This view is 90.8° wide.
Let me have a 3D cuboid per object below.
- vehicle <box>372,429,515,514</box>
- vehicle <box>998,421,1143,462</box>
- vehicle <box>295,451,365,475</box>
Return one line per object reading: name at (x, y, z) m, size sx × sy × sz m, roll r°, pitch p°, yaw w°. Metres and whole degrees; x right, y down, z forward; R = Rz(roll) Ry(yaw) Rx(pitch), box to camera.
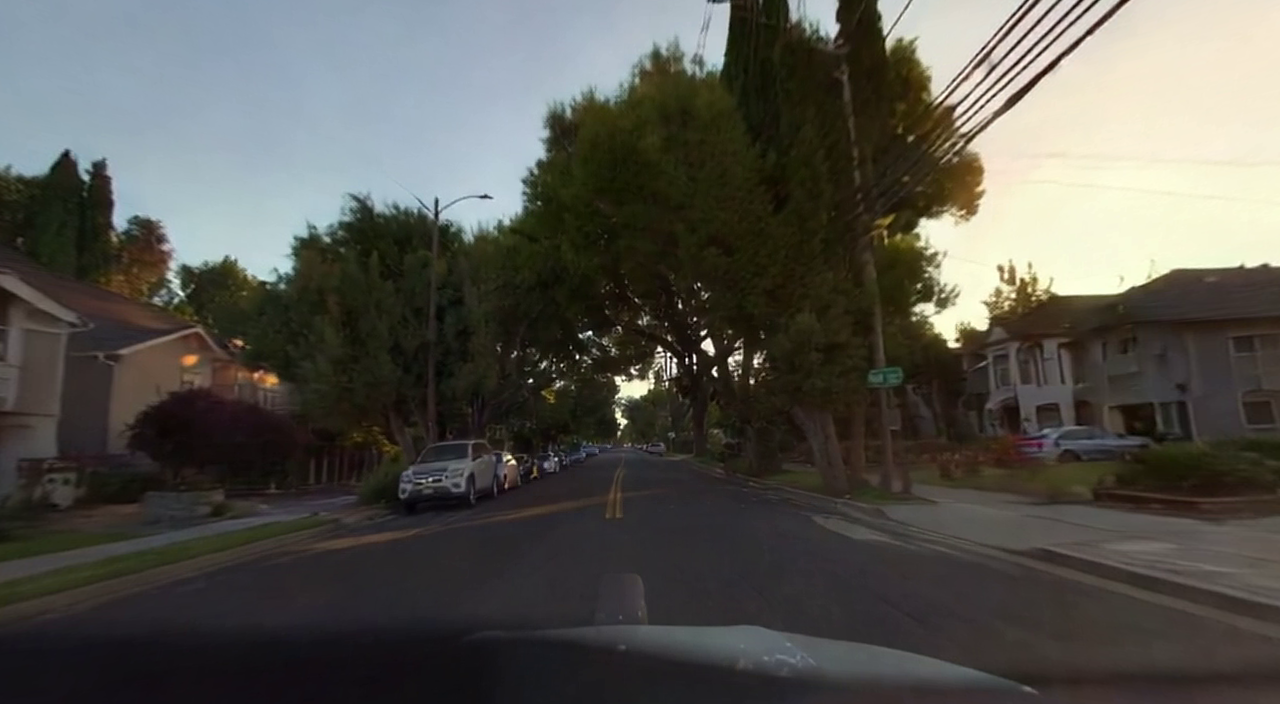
vehicle at (-5.665, 3.499, 19.225) m, size 2.411 × 1.979 × 5.915 m, roll -5°, pitch -8°, yaw 0°
vehicle at (17.601, 3.712, 25.994) m, size 4.372 × 1.490 × 2.032 m, roll -2°, pitch -10°, yaw 1°
vehicle at (-19.940, 7.141, 40.718) m, size 3.553 × 1.471 × 1.816 m, roll 0°, pitch -9°, yaw -2°
